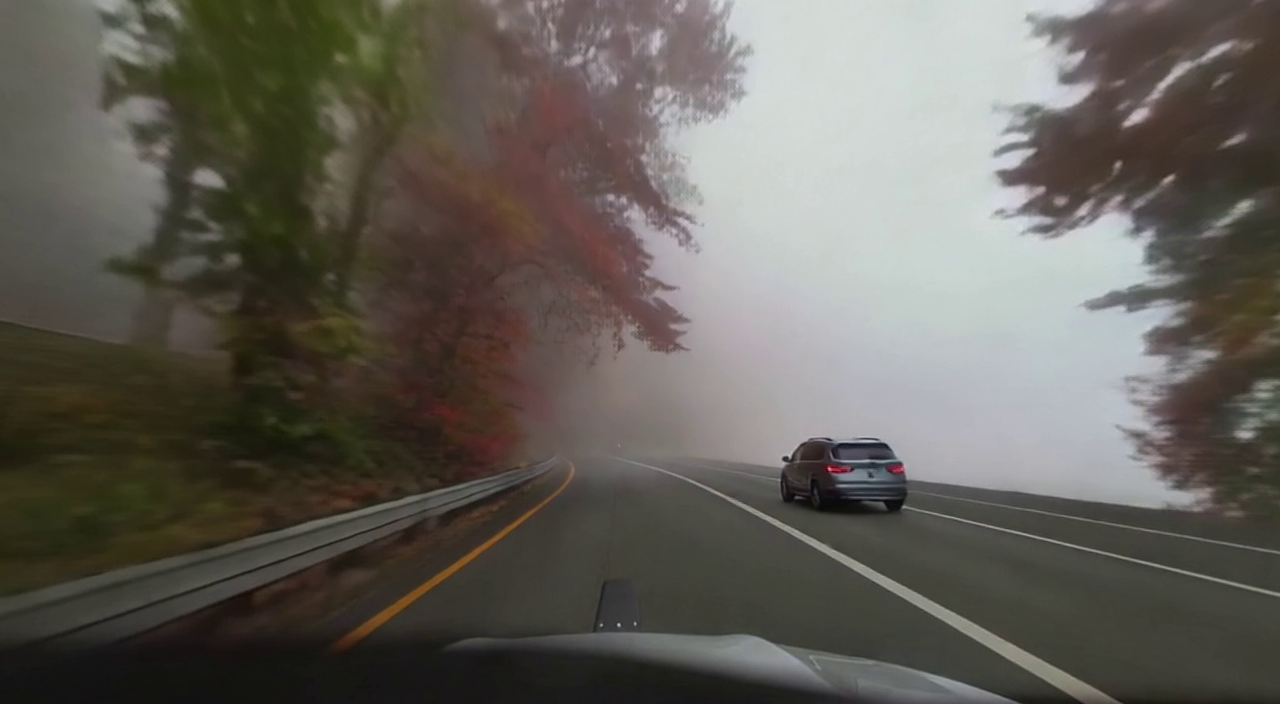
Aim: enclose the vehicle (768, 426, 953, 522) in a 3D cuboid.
[{"bbox_3d":[4.052,2.319,12.367,1.952,1.536,4.036,0,-9,-3],"label":"vehicle"}]
